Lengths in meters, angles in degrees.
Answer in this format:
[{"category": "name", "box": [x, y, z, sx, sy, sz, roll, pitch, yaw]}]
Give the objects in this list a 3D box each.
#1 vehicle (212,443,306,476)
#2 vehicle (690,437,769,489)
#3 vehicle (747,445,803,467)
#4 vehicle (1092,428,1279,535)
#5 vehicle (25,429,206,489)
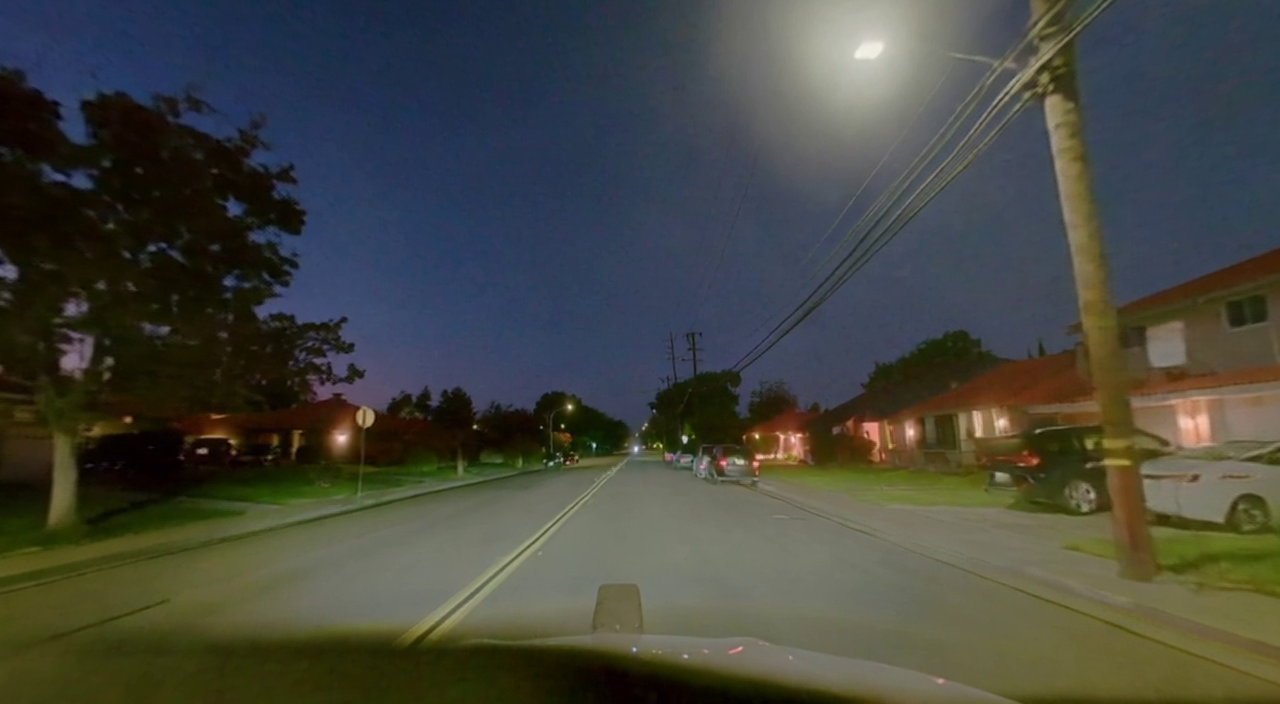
[{"category": "vehicle", "box": [-21.892, 6.155, 36.597, 2.139, 1.746, 5.099, -1, -9, 2]}, {"category": "vehicle", "box": [3.448, 4.408, 25.429, 2.114, 1.858, 5.144, 0, -9, -3]}, {"category": "vehicle", "box": [10.155, 7.871, 47.744, 3.823, 1.613, 1.761, 0, -9, -1]}, {"category": "vehicle", "box": [10.309, 1.993, 10.063, 4.625, 1.501, 2.011, 0, -9, 0]}, {"category": "vehicle", "box": [-18.080, 3.720, 22.233, 2.034, 1.829, 5.161, 0, -9, -2]}]
